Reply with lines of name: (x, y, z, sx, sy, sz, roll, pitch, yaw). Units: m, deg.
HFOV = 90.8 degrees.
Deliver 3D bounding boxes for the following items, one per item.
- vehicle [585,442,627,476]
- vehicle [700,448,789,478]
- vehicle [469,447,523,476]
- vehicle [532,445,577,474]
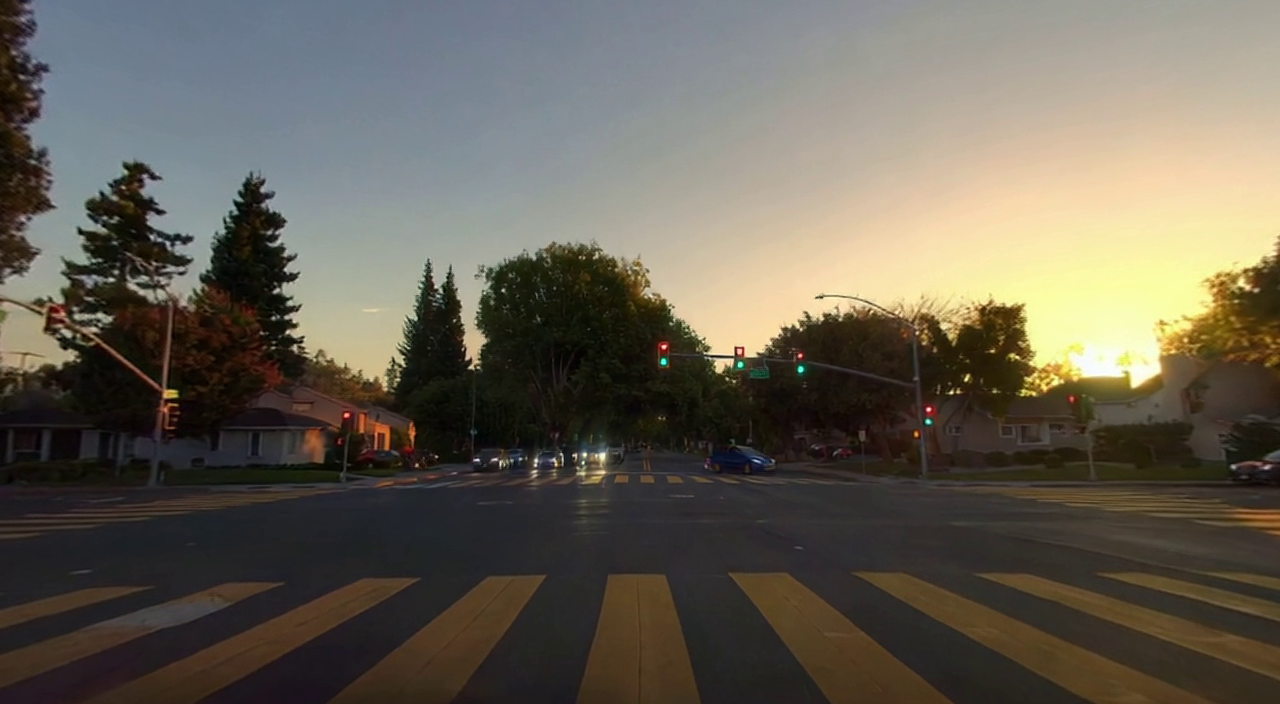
vehicle: (-1.963, 6.444, 38.340, 2.355, 1.868, 5.125, 0, -9, -1)
vehicle: (5.451, 5.745, 32.945, 4.118, 1.491, 2.046, 4, -9, -25)
vehicle: (-8.631, 6.596, 38.341, 2.028, 1.654, 5.027, 0, -9, 0)
vehicle: (-5.211, 6.608, 39.017, 2.091, 1.707, 4.157, 0, -9, 1)
